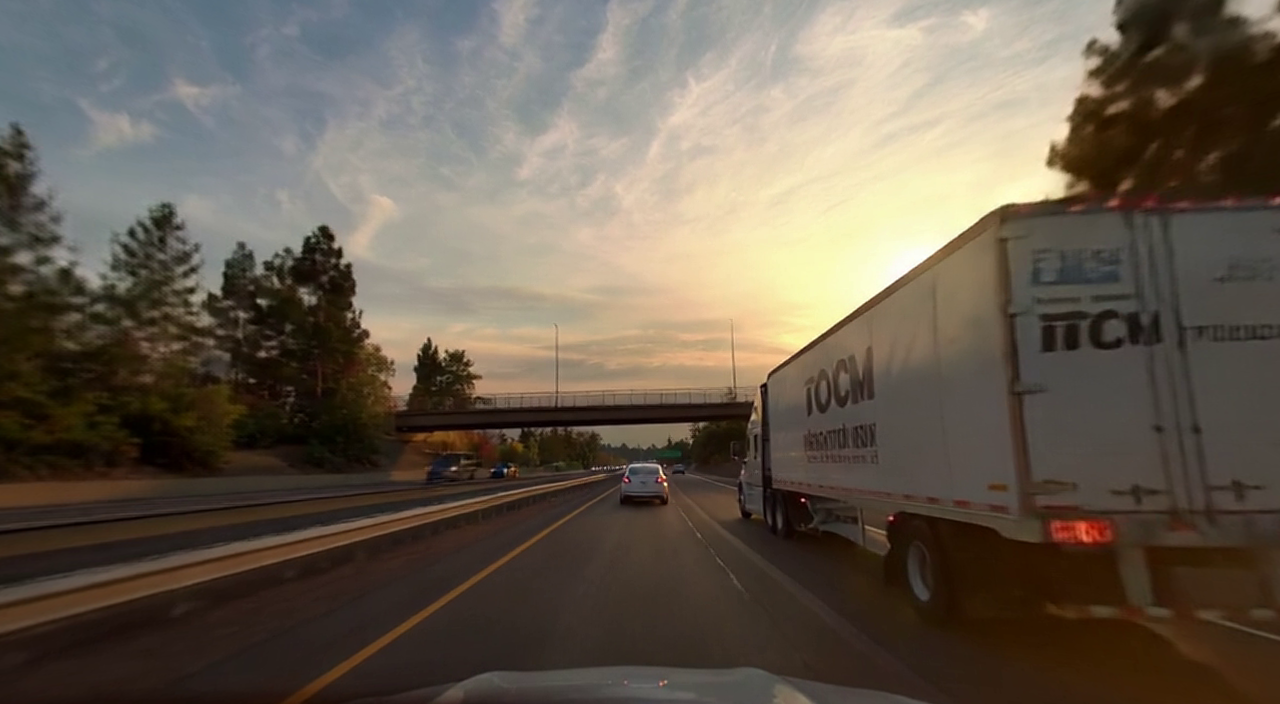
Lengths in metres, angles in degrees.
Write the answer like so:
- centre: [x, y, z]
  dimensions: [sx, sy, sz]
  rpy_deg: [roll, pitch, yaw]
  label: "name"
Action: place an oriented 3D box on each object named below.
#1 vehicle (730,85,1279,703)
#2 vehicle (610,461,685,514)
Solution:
- centre: [4.430, 1.739, 12.132]
  dimensions: [2.964, 4.188, 16.587]
  rpy_deg: [1, -11, 0]
  label: "vehicle"
- centre: [0.226, 4.231, 19.873]
  dimensions: [2.156, 1.444, 3.762]
  rpy_deg: [1, -11, 0]
  label: "vehicle"
